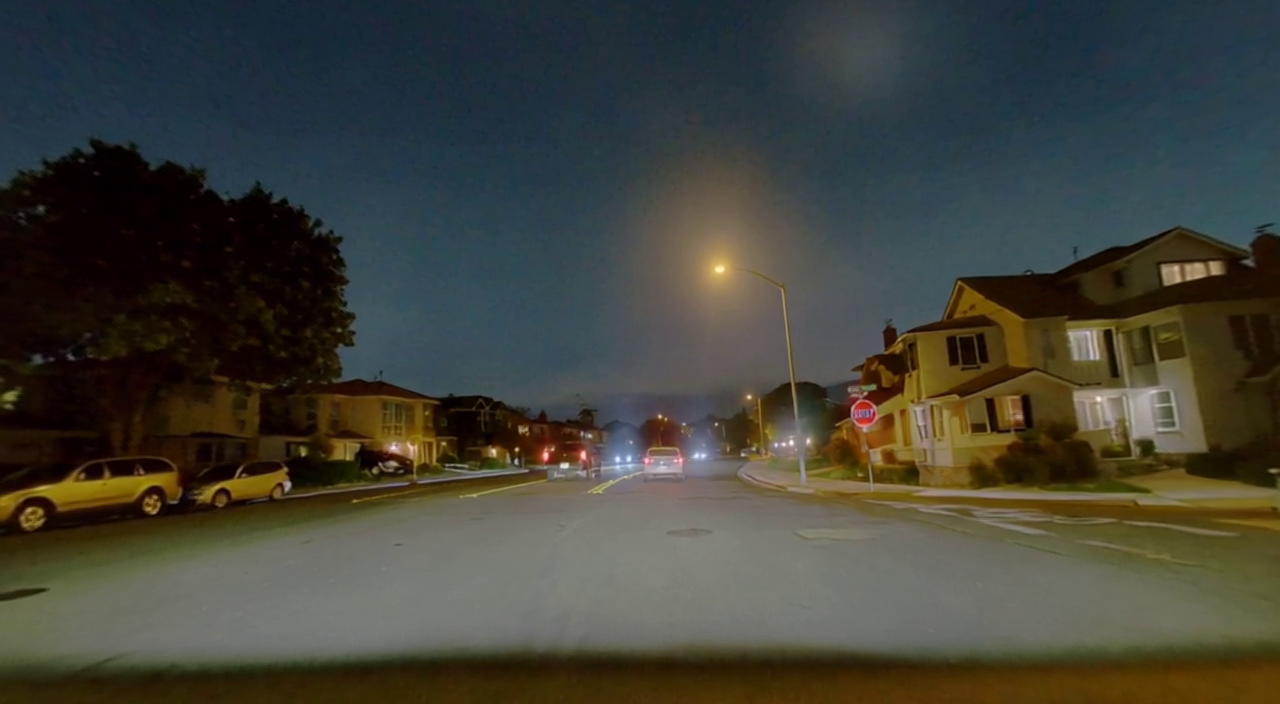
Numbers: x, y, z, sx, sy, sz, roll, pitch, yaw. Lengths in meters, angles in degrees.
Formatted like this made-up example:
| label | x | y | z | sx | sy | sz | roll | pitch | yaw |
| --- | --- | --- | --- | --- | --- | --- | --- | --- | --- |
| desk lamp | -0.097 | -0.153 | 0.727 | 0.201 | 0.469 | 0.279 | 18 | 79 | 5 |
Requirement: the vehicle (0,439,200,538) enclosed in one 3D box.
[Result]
| label | x | y | z | sx | sy | sz | roll | pitch | yaw |
| --- | --- | --- | --- | --- | --- | --- | --- | --- | --- |
| vehicle | -13.965 | 3.288 | 15.269 | 2.191 | 1.980 | 5.888 | -4 | -10 | 2 |

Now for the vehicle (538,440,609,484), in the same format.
| label | x | y | z | sx | sy | sz | roll | pitch | yaw |
| --- | --- | --- | --- | --- | --- | --- | --- | --- | --- |
| vehicle | -2.701 | 4.579 | 26.558 | 2.178 | 1.695 | 4.339 | -1 | -8 | 5 |

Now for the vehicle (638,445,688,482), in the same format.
| label | x | y | z | sx | sy | sz | roll | pitch | yaw |
| --- | --- | --- | --- | --- | --- | --- | --- | --- | --- |
| vehicle | 1.091 | 4.836 | 27.666 | 1.955 | 1.459 | 4.383 | -1 | -8 | 6 |

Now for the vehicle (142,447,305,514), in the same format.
| label | x | y | z | sx | sy | sz | roll | pitch | yaw |
| --- | --- | --- | --- | --- | --- | --- | --- | --- | --- |
| vehicle | -13.548 | 4.198 | 20.944 | 2.076 | 1.864 | 4.730 | -3 | -10 | 2 |
